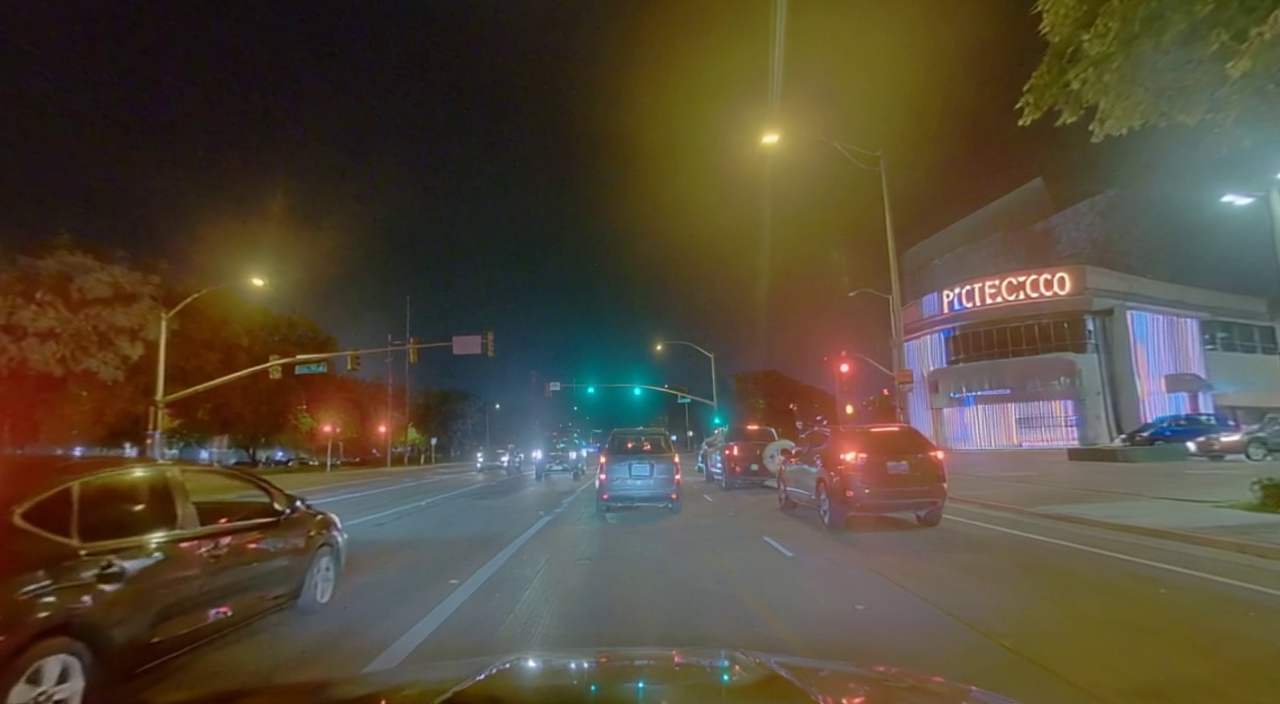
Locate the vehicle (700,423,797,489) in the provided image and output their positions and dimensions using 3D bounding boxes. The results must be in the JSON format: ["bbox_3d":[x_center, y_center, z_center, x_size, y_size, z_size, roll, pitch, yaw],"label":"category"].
[{"bbox_3d":[3.271,3.265,20.063,2.144,1.802,4.609,0,-9,-1],"label":"vehicle"}]

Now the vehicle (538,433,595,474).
[{"bbox_3d":[-3.382,4.777,29.965,2.106,1.778,4.444,0,-9,1],"label":"vehicle"}]

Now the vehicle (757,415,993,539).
[{"bbox_3d":[3.622,2.031,10.902,2.198,1.660,4.512,0,-9,-2],"label":"vehicle"}]

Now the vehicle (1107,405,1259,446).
[{"bbox_3d":[24.049,3.305,28.114,4.854,1.712,2.017,0,-9,-1],"label":"vehicle"}]

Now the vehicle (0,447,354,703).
[{"bbox_3d":[-3.536,1.204,3.500,1.980,1.321,4.113,0,-9,0],"label":"vehicle"}]

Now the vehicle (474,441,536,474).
[{"bbox_3d":[-6.451,5.100,30.686,1.954,1.473,4.350,0,-9,1],"label":"vehicle"}]

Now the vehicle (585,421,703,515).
[{"bbox_3d":[-0.014,2.421,13.577,2.146,1.685,4.003,0,-9,-2],"label":"vehicle"}]
